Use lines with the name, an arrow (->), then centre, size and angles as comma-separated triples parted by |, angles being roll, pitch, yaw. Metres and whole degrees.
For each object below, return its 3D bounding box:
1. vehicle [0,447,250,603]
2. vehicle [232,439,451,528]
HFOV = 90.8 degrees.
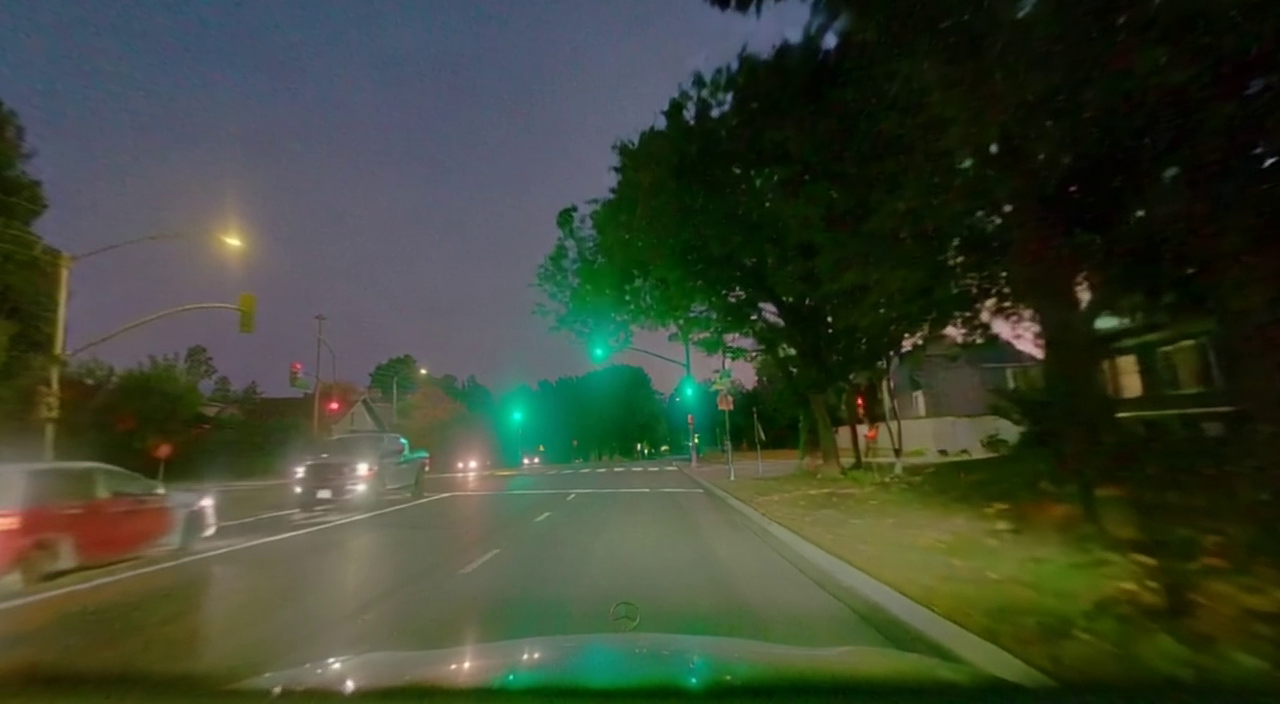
vehicle -> -7.197, 1.921, 7.648 | 1.968, 1.485, 4.558 | -1, -8, 1
vehicle -> -7.038, 3.156, 16.136 | 2.308, 1.755, 6.571 | -1, -8, 1
